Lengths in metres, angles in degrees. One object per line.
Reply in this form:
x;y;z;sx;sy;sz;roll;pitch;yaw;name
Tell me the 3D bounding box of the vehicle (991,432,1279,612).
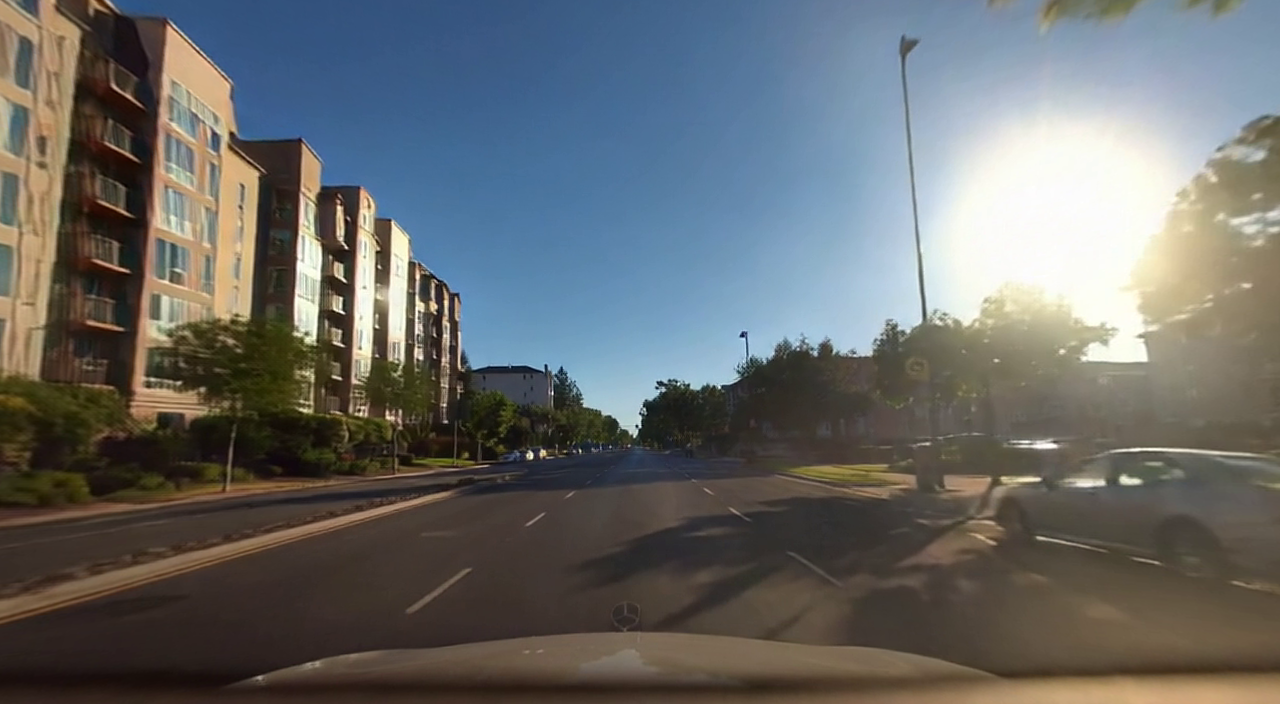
6.356;1.709;7.164;1.948;1.526;4.518;0;-8;-3;vehicle
